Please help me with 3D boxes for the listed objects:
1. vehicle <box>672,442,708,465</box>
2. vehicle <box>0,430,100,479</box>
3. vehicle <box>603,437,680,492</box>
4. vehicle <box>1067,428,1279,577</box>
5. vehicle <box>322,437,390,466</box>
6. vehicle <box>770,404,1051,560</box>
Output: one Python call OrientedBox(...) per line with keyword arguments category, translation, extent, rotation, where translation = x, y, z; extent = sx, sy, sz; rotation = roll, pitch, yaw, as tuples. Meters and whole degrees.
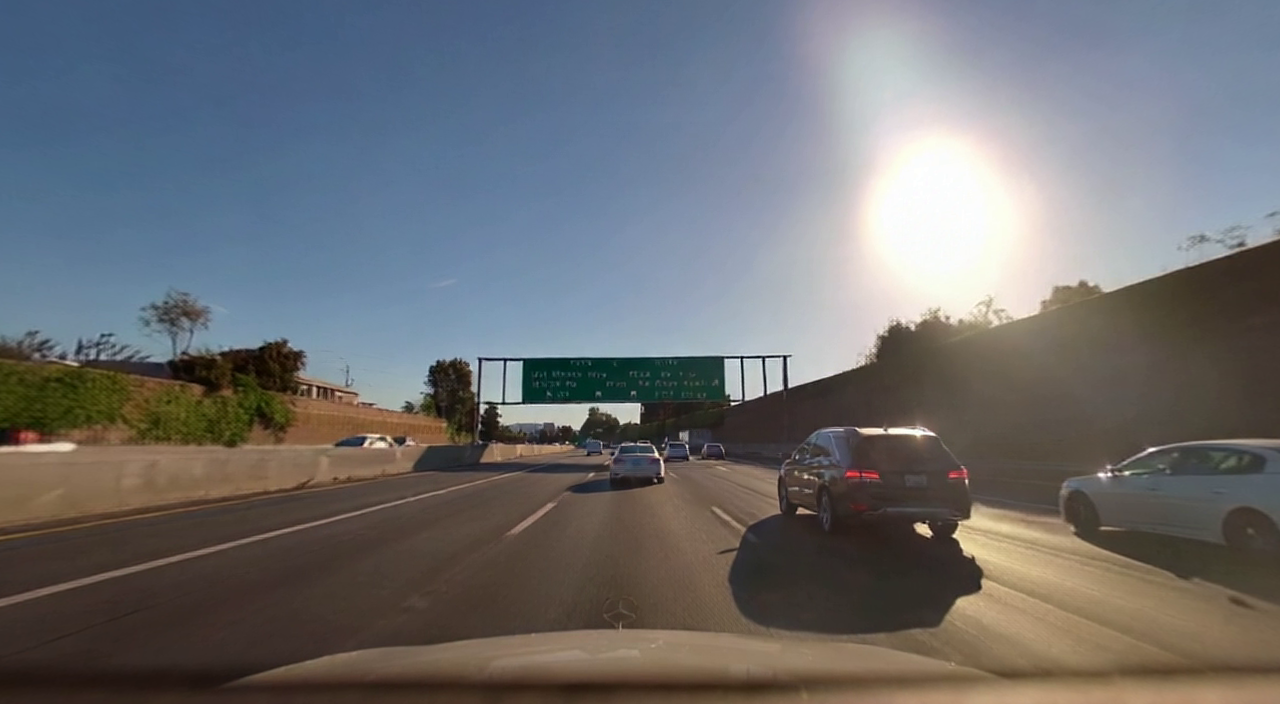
OrientedBox(category="vehicle", translation=(3.337, 6.880, 42.965), extent=(1.998, 1.490, 4.296), rotation=(0, -8, -2))
OrientedBox(category="vehicle", translation=(-25.123, 4.163, 25.705), extent=(2.055, 1.818, 4.803), rotation=(0, -9, -2))
OrientedBox(category="vehicle", translation=(-0.005, 3.357, 19.234), extent=(2.098, 1.475, 3.997), rotation=(0, -8, -1))
OrientedBox(category="vehicle", translation=(7.307, 1.621, 7.138), extent=(1.872, 1.469, 4.414), rotation=(0, -8, 0))
OrientedBox(category="vehicle", translation=(-18.064, 6.356, 40.464), extent=(2.043, 1.666, 4.931), rotation=(0, -9, 0))
OrientedBox(category="vehicle", translation=(3.636, 1.856, 9.753), extent=(2.162, 1.800, 4.693), rotation=(0, -8, -1))
